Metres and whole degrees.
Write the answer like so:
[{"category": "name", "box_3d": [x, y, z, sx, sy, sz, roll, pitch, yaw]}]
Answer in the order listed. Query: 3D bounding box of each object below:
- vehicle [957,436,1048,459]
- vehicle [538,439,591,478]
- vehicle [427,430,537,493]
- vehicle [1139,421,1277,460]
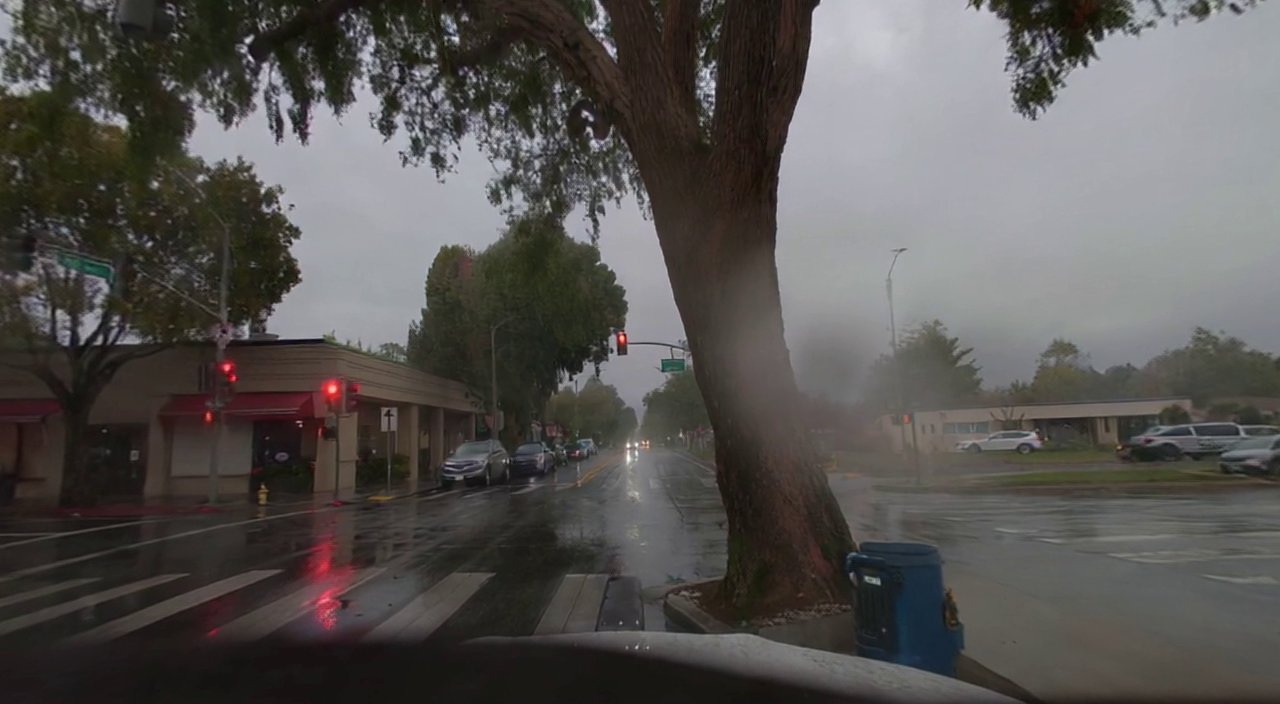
[{"category": "vehicle", "box_3d": [25.052, 6.604, 43.737, 5.172, 1.515, 1.851, 0, -8, -2]}, {"category": "vehicle", "box_3d": [-3.655, 5.290, 31.618, 2.120, 1.783, 4.788, 0, -9, -1]}, {"category": "vehicle", "box_3d": [-6.542, 4.654, 27.430, 2.896, 2.339, 7.322, 0, -8, 0]}, {"category": "vehicle", "box_3d": [33.283, 5.207, 37.134, 5.969, 2.149, 2.331, 0, -9, -3]}]
